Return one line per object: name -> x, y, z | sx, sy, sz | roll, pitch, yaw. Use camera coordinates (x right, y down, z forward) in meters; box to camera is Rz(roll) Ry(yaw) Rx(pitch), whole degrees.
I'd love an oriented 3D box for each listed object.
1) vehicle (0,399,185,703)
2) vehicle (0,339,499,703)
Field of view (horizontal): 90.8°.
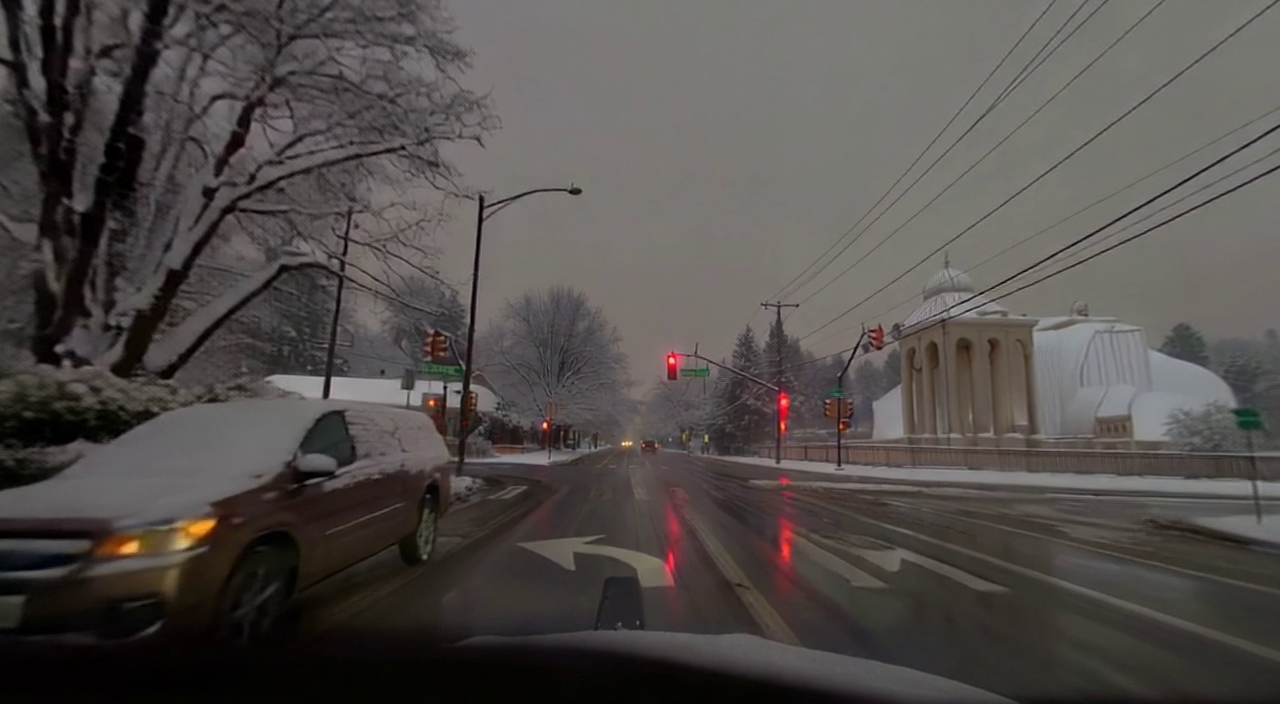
vehicle -> -3.460, 0.753, 1.108 | 1.855, 1.534, 4.644 | 0, -9, 0
vehicle -> -3.344, 1.335, 6.392 | 2.271, 1.885, 6.346 | 0, -8, 1
